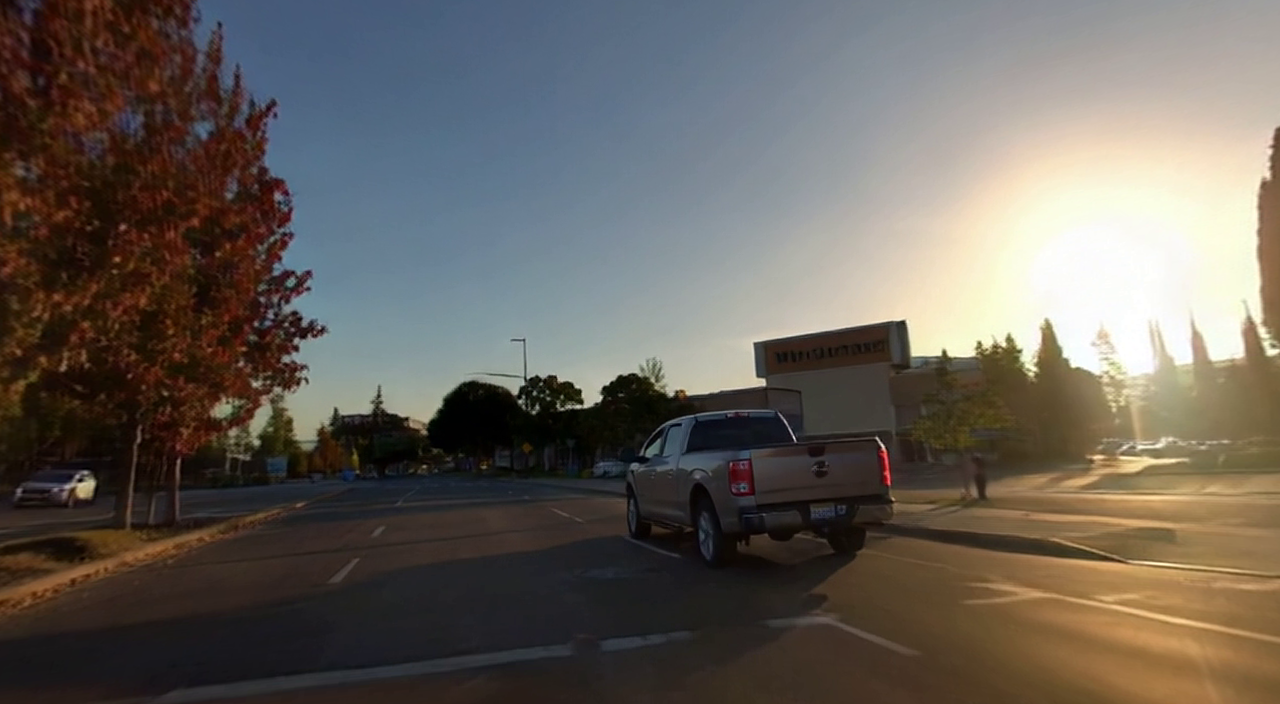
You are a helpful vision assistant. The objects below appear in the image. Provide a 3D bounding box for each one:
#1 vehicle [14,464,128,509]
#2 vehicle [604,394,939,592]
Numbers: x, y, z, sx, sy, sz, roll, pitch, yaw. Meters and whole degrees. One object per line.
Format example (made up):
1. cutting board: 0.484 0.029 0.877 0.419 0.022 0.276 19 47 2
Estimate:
1. vehicle: -25.564 6.002 28.627 2.037 1.725 4.632 3 -9 -18
2. vehicle: 1.270 1.830 9.280 2.402 1.922 5.677 2 -9 -16
